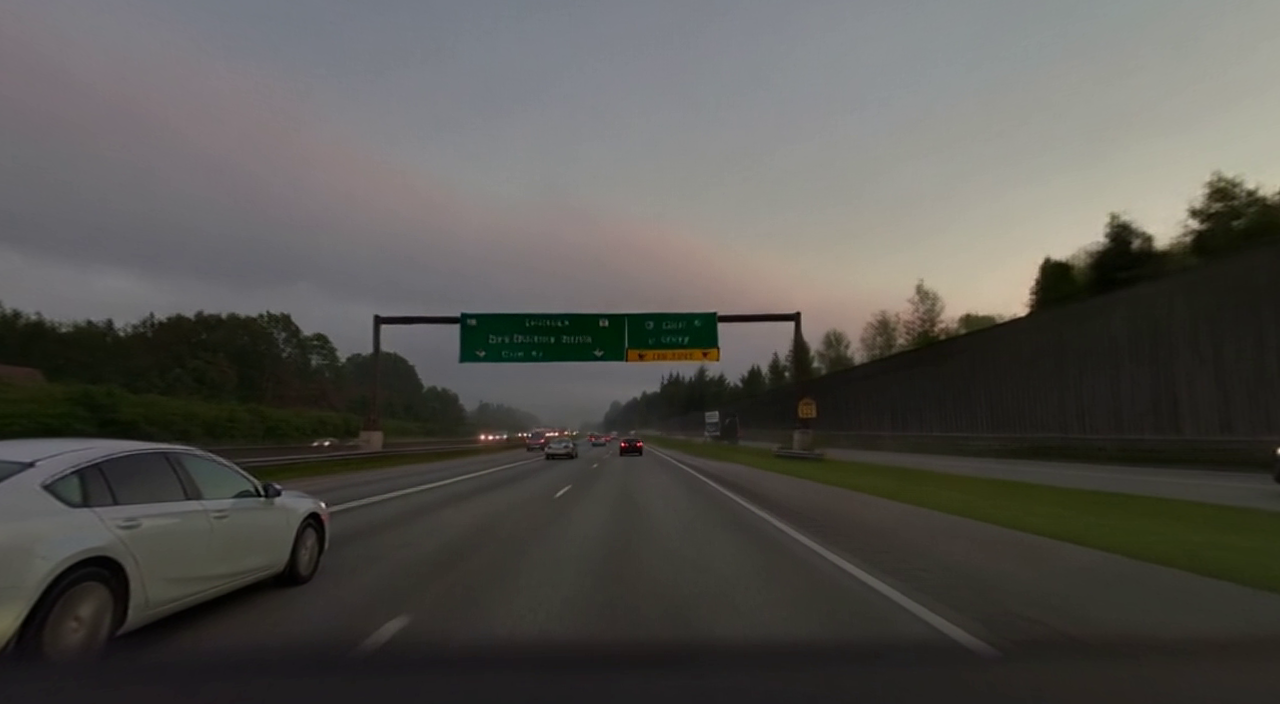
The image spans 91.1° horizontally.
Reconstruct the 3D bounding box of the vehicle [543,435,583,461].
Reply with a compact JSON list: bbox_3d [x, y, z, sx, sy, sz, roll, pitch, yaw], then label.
[{"bbox_3d":[-4.539,5.669,37.499,1.909,1.445,4.087,0,-8,-1],"label":"vehicle"}]

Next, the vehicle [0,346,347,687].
[{"bbox_3d":[-4.476,1.142,5.288,1.971,1.822,4.366,0,-8,-1],"label":"vehicle"}]

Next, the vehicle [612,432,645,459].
[{"bbox_3d":[-0.720,5.849,39.511,2.002,1.611,3.778,0,-8,-1],"label":"vehicle"}]
